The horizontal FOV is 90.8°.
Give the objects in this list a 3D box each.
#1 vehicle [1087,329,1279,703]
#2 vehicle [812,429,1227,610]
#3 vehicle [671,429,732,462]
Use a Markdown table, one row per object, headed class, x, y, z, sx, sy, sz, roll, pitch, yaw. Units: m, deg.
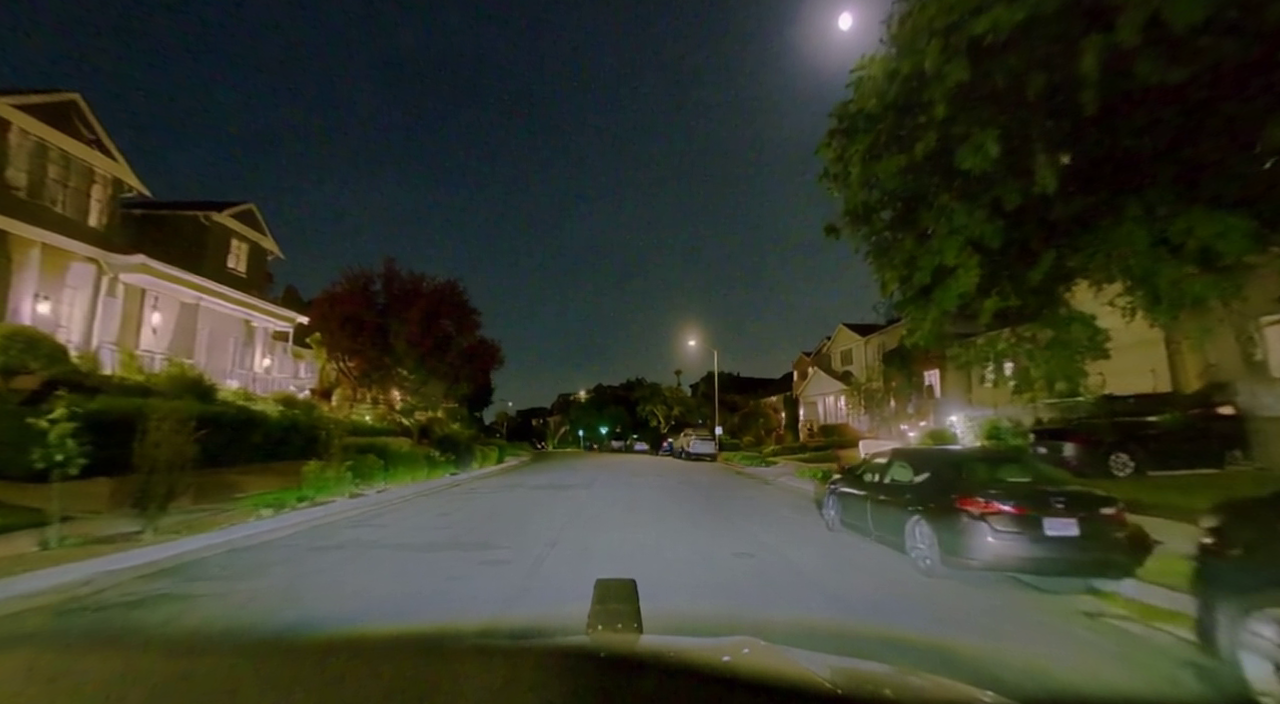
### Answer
| class | x | y | z | sx | sy | sz | roll | pitch | yaw |
| --- | --- | --- | --- | --- | --- | --- | --- | --- | --- |
| vehicle | 3.699 | 0.613 | 1.030 | 2.161 | 1.854 | 5.289 | -1 | -8 | 2 |
| vehicle | 3.792 | 1.722 | 7.638 | 2.132 | 1.478 | 4.685 | 0 | -8 | 0 |
| vehicle | 3.718 | 5.821 | 39.566 | 2.715 | 1.900 | 6.163 | 1 | -8 | -5 |
